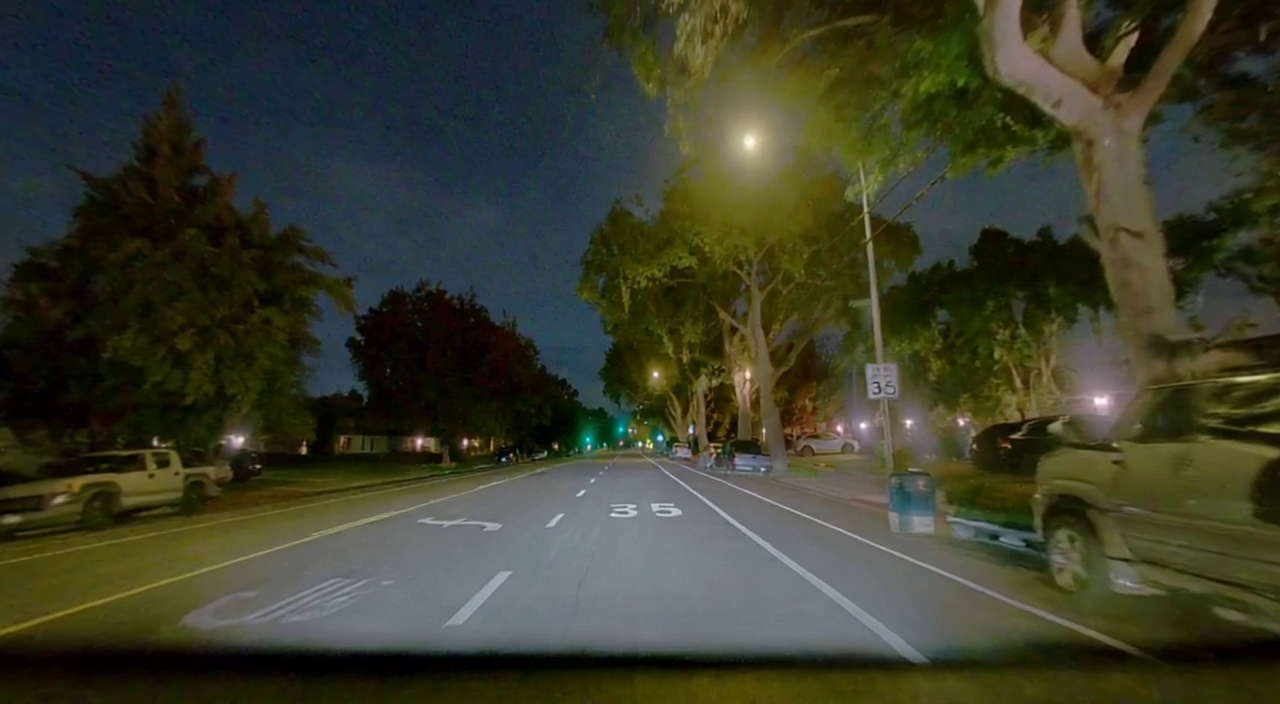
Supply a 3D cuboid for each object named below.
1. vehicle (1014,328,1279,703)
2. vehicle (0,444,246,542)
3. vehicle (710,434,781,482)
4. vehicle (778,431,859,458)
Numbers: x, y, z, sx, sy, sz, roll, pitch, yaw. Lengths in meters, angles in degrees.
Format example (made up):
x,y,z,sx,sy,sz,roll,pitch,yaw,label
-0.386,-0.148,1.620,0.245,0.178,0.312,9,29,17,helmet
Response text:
x,y,z,sx,sy,sz,roll,pitch,yaw,label
4.399,0.755,2.607,2.268,1.918,5.661,0,-8,0,vehicle
-10.924,2.839,13.563,1.994,1.698,4.762,0,-9,-2,vehicle
4.070,4.176,25.088,1.915,1.715,4.451,0,-9,-2,vehicle
12.100,6.309,43.056,4.912,1.734,2.006,0,-9,-1,vehicle
